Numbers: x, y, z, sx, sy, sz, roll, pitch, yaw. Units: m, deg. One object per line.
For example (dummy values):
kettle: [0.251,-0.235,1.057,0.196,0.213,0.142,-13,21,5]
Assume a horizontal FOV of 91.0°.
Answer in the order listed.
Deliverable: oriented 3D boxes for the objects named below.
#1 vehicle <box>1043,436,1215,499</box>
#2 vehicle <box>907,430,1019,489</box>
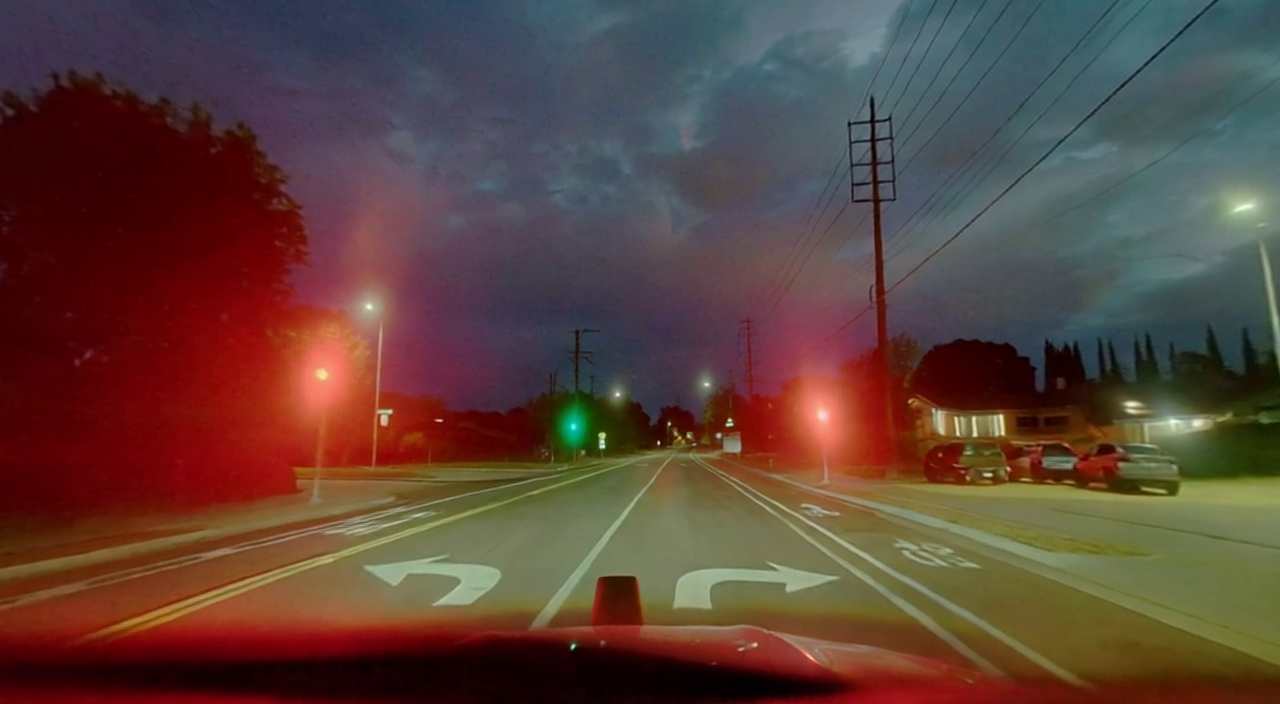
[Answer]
vehicle: [15.006,3.534,19.741,1.935,1.683,4.669,0,-9,5]
vehicle: [11.909,3.991,23.637,1.912,1.953,4.651,0,-9,3]
